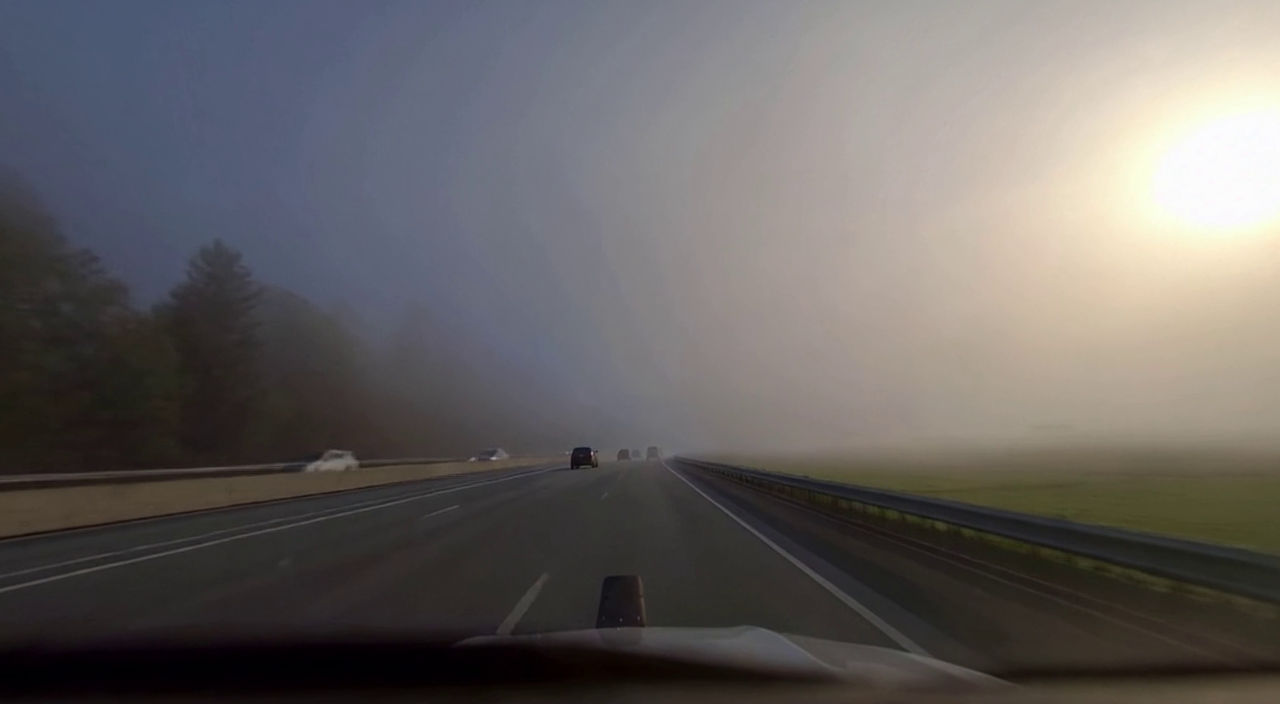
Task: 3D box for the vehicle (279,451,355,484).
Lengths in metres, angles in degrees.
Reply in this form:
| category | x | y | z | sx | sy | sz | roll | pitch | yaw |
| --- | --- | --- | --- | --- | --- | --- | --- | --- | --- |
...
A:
| category | x | y | z | sx | sy | sz | roll | pitch | yaw |
| --- | --- | --- | --- | --- | --- | --- | --- | --- | --- |
| vehicle | -15.998 | 5.692 | 31.431 | 1.722 | 1.482 | 3.797 | 0 | -9 | 1 |

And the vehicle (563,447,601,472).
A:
| category | x | y | z | sx | sy | sz | roll | pitch | yaw |
| --- | --- | --- | --- | --- | --- | --- | --- | --- | --- |
| vehicle | -4.100 | 7.709 | 45.582 | 2.188 | 1.692 | 4.623 | 0 | -9 | 2 |
